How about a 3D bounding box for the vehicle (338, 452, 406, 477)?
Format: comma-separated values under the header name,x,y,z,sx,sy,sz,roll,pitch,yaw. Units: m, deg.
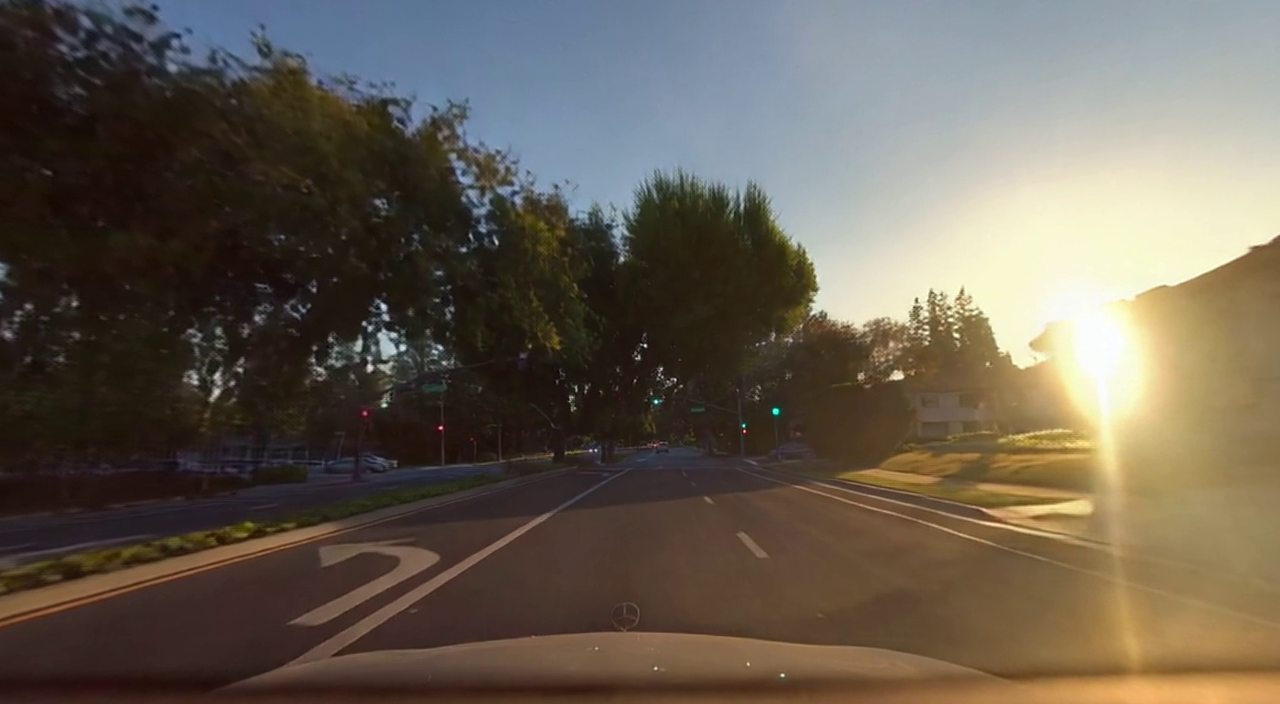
name,x,y,z,sx,sy,sz,roll,pitch,yaw
vehicle,-20.946,8.788,49.495,4.445,1.805,1.944,-2,-8,4
